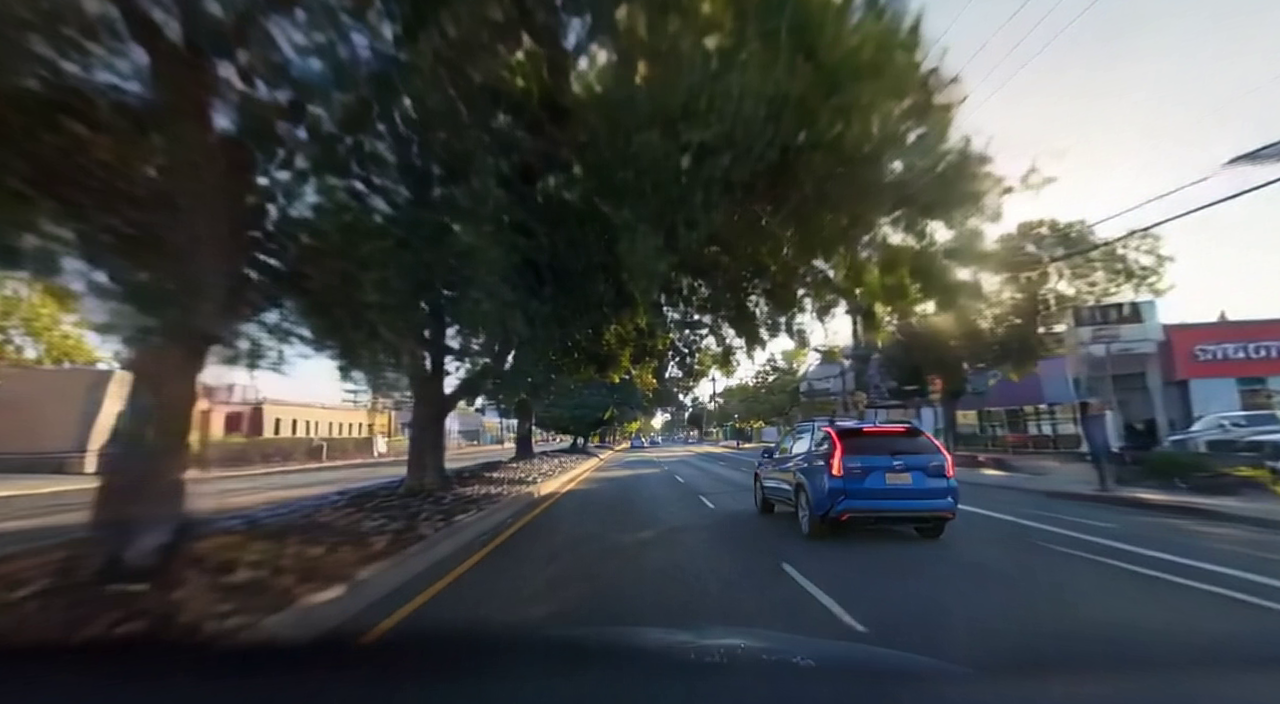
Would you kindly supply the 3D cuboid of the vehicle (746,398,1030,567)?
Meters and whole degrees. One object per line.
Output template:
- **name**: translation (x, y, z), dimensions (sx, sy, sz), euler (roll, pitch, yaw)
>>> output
- **vehicle**: translation (3.047, 1.733, 9.122), dimensions (2.130, 1.790, 4.615), euler (0, -9, -1)
